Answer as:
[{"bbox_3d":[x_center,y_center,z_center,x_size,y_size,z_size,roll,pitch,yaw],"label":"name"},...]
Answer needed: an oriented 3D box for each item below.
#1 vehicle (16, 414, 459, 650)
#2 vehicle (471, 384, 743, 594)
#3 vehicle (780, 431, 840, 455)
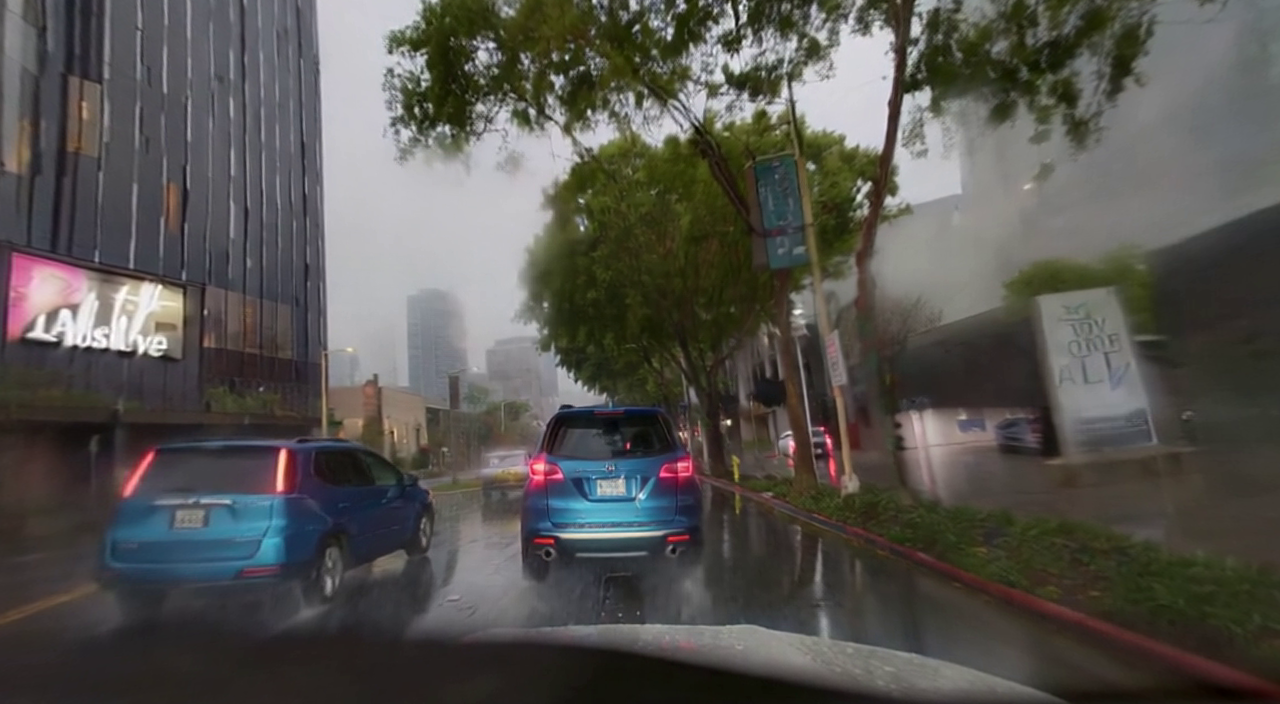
[{"bbox_3d":[-3.552,1.623,6.855,1.971,1.658,4.428,0,-8,-2],"label":"vehicle"},{"bbox_3d":[-0.388,1.595,8.199,2.531,1.930,4.382,0,-8,-2],"label":"vehicle"},{"bbox_3d":[10.544,5.616,39.007,1.877,1.416,3.965,-8,-11,42],"label":"vehicle"}]
